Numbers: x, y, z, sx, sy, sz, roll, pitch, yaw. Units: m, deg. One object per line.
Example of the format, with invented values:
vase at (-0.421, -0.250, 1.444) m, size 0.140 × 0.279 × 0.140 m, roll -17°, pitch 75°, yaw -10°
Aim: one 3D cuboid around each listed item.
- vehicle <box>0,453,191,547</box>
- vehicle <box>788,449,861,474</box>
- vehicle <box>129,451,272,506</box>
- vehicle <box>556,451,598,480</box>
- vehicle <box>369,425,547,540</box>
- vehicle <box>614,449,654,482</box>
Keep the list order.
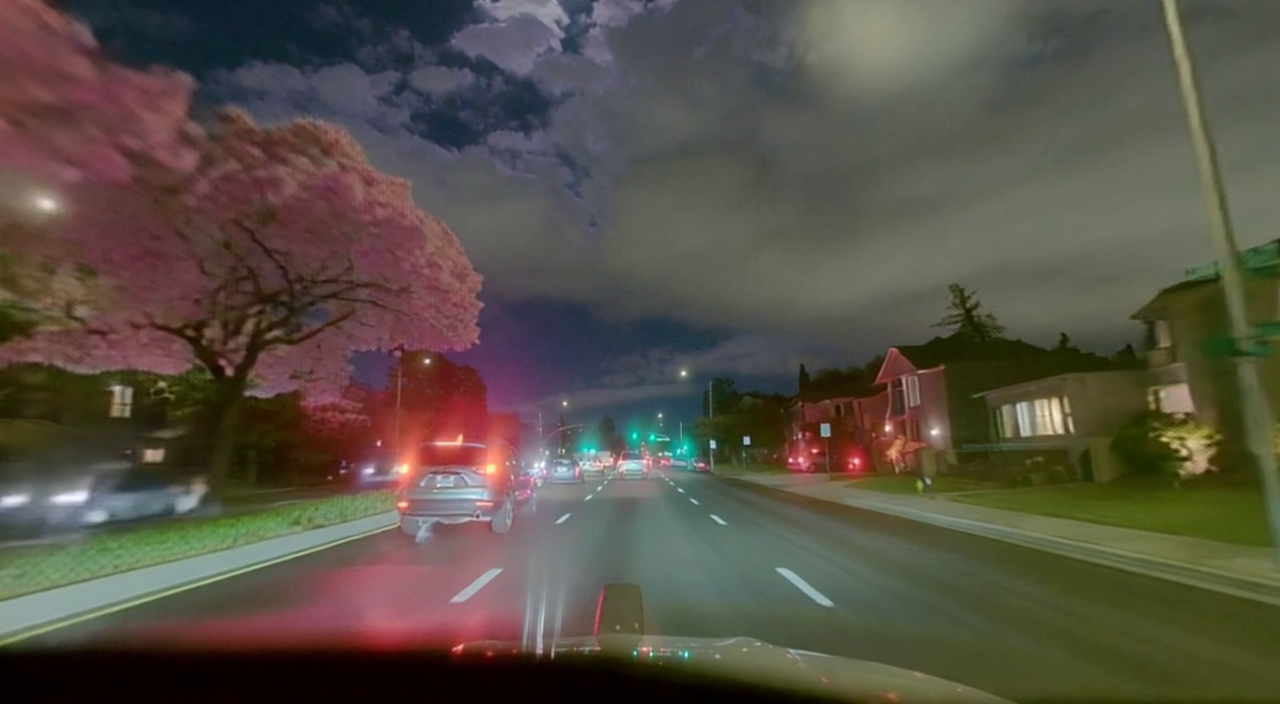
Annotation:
vehicle at (-11.543, 2.772, 12.418) m, size 1.979 × 1.483 × 4.671 m, roll 0°, pitch -9°, yaw 0°
vehicle at (12.627, 7.521, 43.452) m, size 4.482 × 1.678 × 1.890 m, roll -1°, pitch -9°, yaw 7°
vehicle at (-15.503, 4.435, 22.637) m, size 1.994 × 1.686 × 4.352 m, roll 0°, pitch -8°, yaw 0°
vehicle at (-3.638, 6.643, 37.174) m, size 2.066 × 1.565 × 3.905 m, roll 0°, pitch -8°, yaw 1°
vehicle at (-3.461, 2.579, 13.202) m, size 2.161 × 1.919 × 4.798 m, roll 0°, pitch -8°, yaw 2°
vehicle at (-0.296, 5.968, 33.484) m, size 1.997 × 1.636 × 3.760 m, roll 0°, pitch -8°, yaw 0°
